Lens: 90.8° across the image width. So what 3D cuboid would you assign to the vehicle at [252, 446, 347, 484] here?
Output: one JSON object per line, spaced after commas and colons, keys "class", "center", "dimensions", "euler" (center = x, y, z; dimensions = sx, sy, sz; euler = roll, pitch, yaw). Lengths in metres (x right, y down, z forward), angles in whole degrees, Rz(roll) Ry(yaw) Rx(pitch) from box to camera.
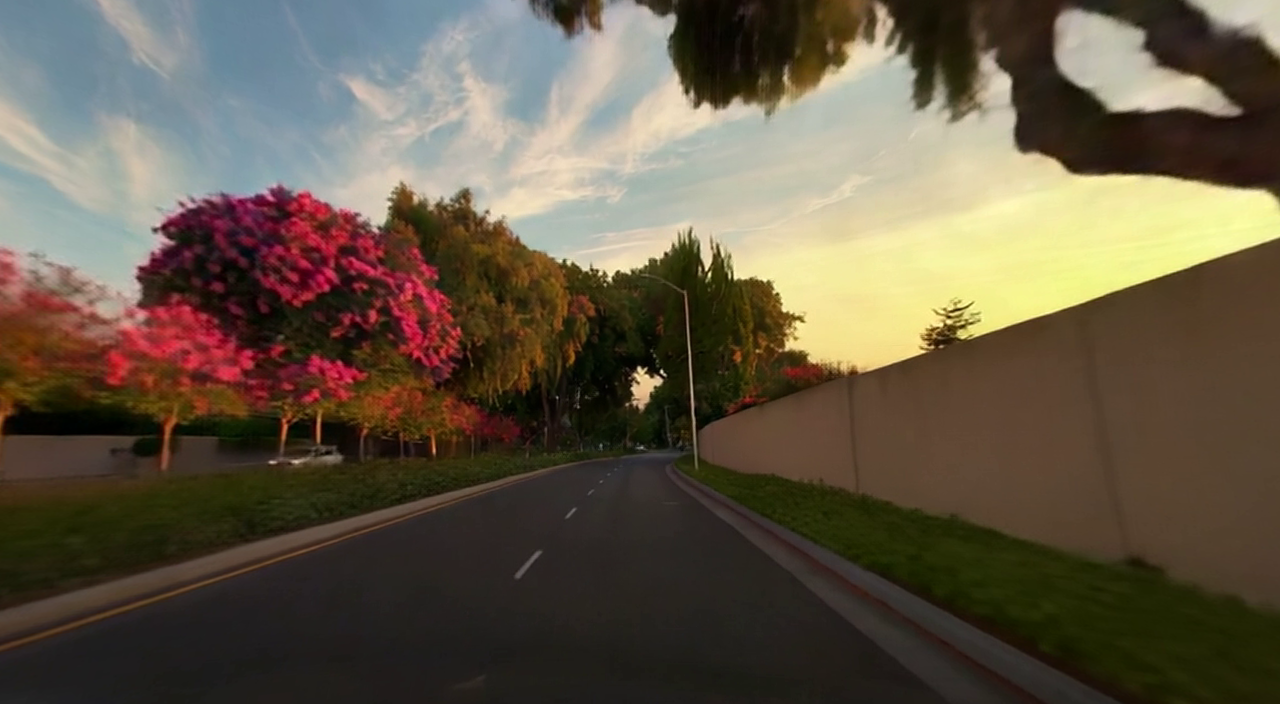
{"class": "vehicle", "center": [-17.087, 5.656, 32.069], "dimensions": [2.186, 1.769, 4.869], "euler": [0, -8, -1]}
